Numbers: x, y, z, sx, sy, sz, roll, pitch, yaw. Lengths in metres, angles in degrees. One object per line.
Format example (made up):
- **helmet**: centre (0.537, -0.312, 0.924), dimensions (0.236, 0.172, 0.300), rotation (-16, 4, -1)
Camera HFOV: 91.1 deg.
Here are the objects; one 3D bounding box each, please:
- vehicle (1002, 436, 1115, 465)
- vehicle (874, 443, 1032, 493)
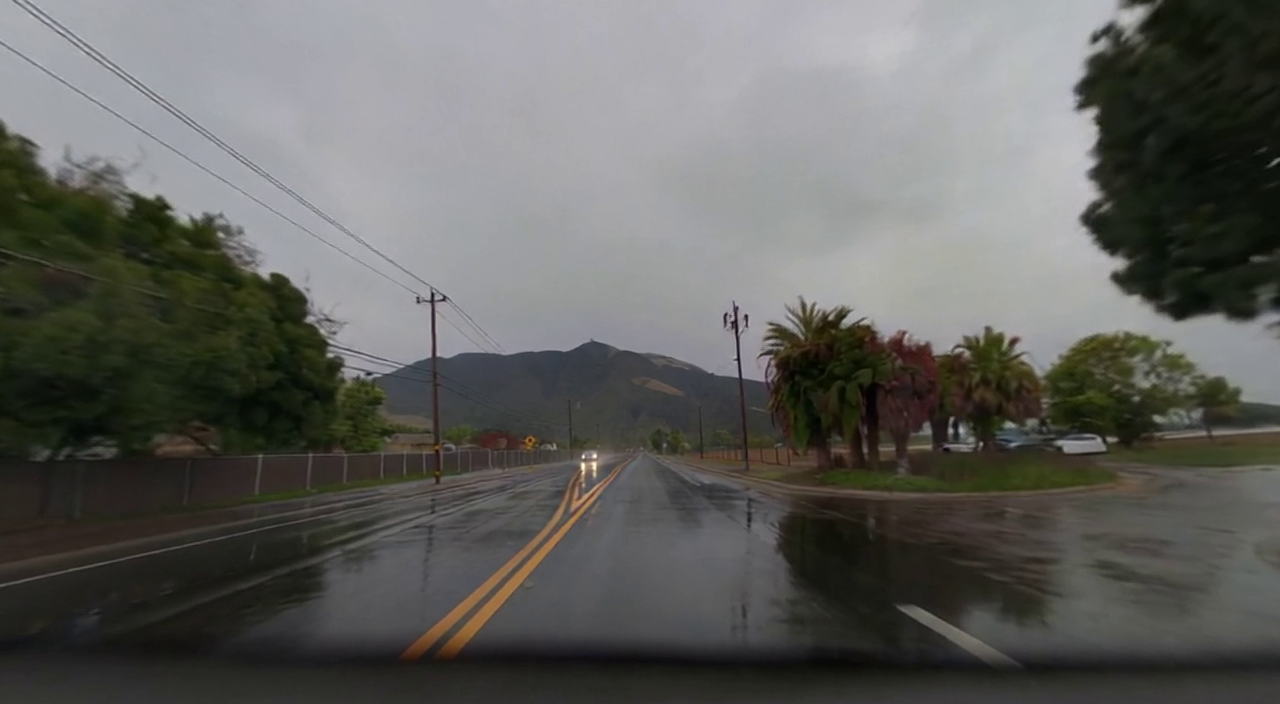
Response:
- **vehicle**: centre (22.087, 5.210, 33.297), dimensions (4.490, 1.470, 1.979), rotation (-1, -9, 3)
- **vehicle**: centre (10.403, 3.877, 21.296), dimensions (4.540, 1.505, 2.021), rotation (-3, -9, 21)
